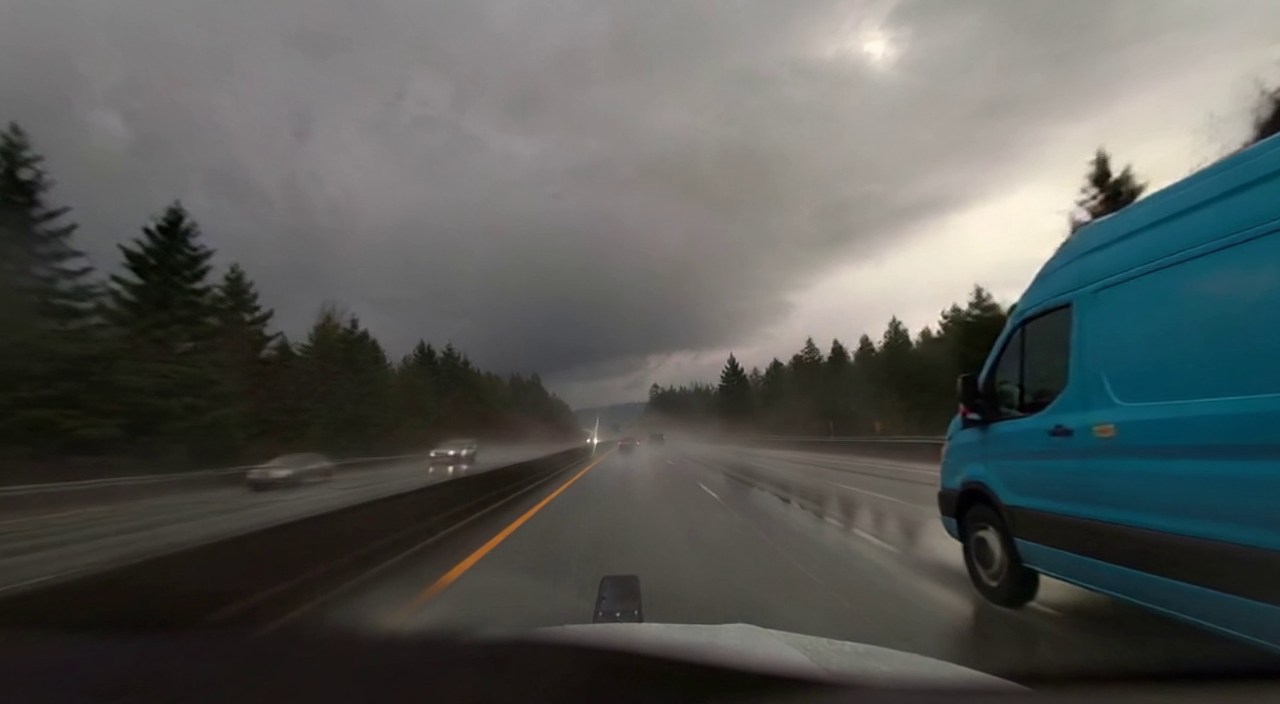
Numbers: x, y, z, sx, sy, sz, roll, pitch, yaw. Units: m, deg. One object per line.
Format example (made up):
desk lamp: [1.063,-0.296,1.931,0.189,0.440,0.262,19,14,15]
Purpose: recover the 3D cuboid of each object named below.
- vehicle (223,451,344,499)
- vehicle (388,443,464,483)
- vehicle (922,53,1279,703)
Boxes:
vehicle: [-13.476,4.647,24.140,1.935,1.512,4.688,0,-8,-1]
vehicle: [-9.381,4.863,27.945,1.870,1.542,4.363,0,-8,0]
vehicle: [3.701,0.040,1.661,2.416,2.595,7.243,0,-8,-1]
